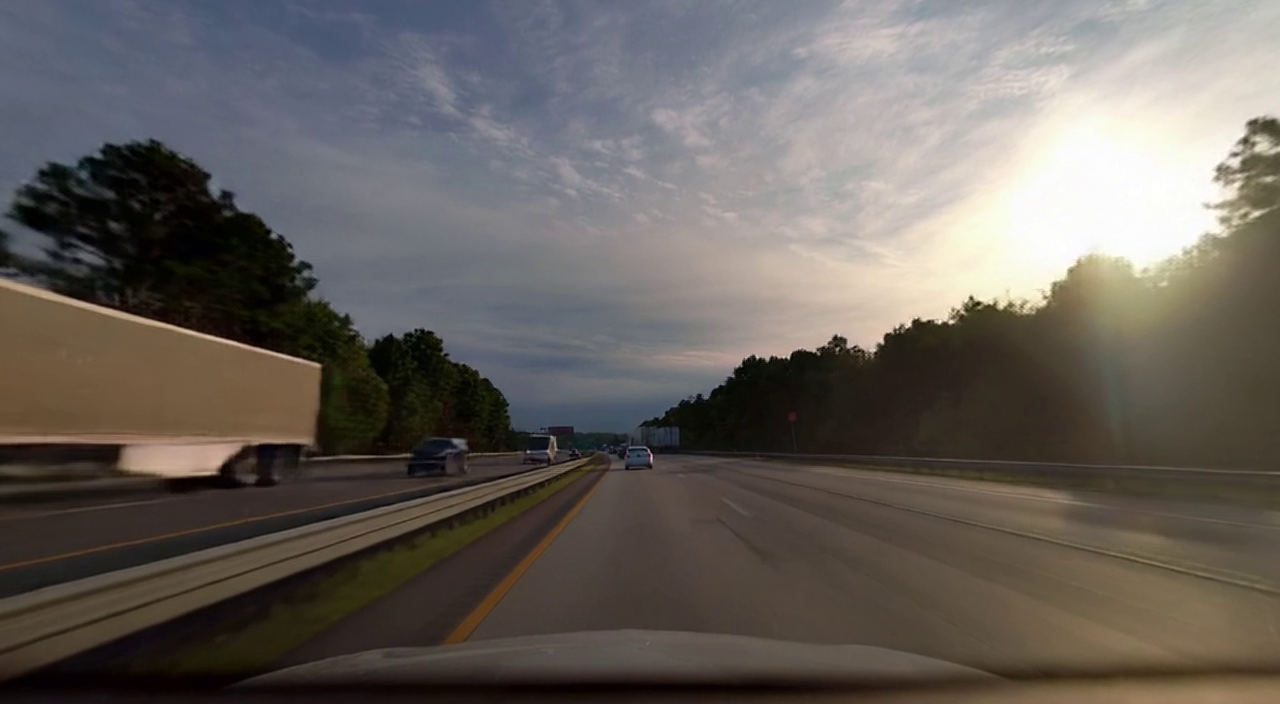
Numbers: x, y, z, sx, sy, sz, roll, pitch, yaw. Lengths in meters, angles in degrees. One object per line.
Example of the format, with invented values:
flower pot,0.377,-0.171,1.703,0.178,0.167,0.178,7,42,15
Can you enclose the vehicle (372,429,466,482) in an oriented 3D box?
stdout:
vehicle,-8.227,3.903,23.916,1.974,1.804,4.573,0,-9,-1

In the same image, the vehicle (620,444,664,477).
vehicle,0.037,5.402,31.561,2.069,1.523,4.012,0,-9,-1

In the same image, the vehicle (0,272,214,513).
vehicle,-12.274,0.657,10.492,3.015,4.010,10.258,0,-9,1

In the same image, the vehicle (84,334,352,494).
vehicle,-12.391,2.129,19.853,2.861,4.010,7.950,0,-9,-1
